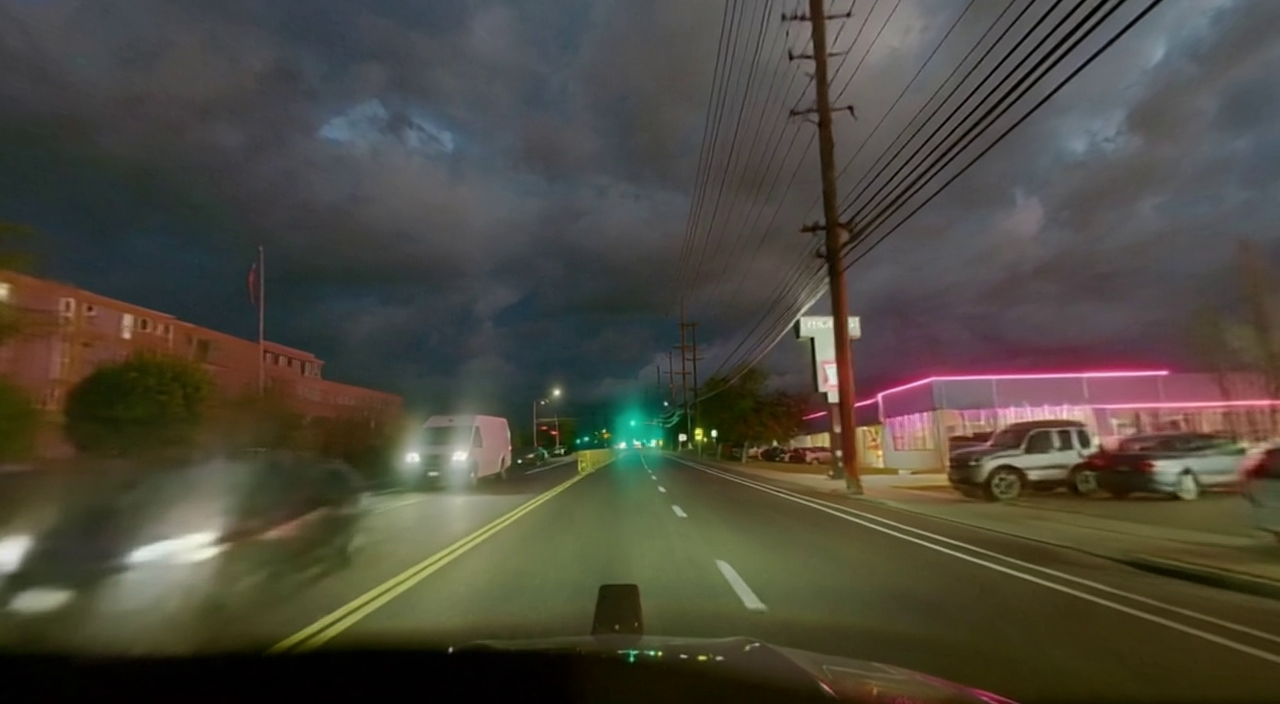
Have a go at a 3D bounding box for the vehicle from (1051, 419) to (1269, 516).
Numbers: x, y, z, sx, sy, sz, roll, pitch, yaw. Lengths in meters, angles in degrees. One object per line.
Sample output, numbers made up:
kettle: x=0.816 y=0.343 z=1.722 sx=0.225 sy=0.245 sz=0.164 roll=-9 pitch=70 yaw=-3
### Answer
vehicle: x=10.705 y=2.350 z=12.887 sx=4.687 sy=1.634 sz=1.938 roll=6 pitch=-13 yaw=-33

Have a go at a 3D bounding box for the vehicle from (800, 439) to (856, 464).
vehicle: x=12.413 y=6.582 z=41.874 sx=2.143 sy=1.518 sz=4.893 roll=0 pitch=-8 yaw=0

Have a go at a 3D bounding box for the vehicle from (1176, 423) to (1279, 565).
vehicle: x=9.371 y=1.783 z=8.383 sx=4.480 sy=1.616 sz=2.180 roll=5 pitch=-10 yaw=-35

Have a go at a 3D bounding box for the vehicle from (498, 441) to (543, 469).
vehicle: x=-7.942 y=6.852 z=42.182 sx=2.242 sy=1.741 sz=4.519 roll=0 pitch=-8 yaw=-1

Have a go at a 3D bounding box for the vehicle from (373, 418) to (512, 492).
vehicle: x=-7.222 y=3.914 z=24.316 sx=2.909 sy=2.362 sz=7.390 roll=-1 pitch=-8 yaw=1

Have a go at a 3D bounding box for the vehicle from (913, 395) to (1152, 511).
vehicle: x=9.780 y=2.412 z=15.459 sx=6.532 sy=2.291 sz=2.575 roll=6 pitch=-10 yaw=-36

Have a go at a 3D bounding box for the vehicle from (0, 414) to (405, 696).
vehicle: x=-4.152 y=1.479 z=5.860 sx=1.998 sy=1.562 sz=4.433 roll=-1 pitch=-8 yaw=3
